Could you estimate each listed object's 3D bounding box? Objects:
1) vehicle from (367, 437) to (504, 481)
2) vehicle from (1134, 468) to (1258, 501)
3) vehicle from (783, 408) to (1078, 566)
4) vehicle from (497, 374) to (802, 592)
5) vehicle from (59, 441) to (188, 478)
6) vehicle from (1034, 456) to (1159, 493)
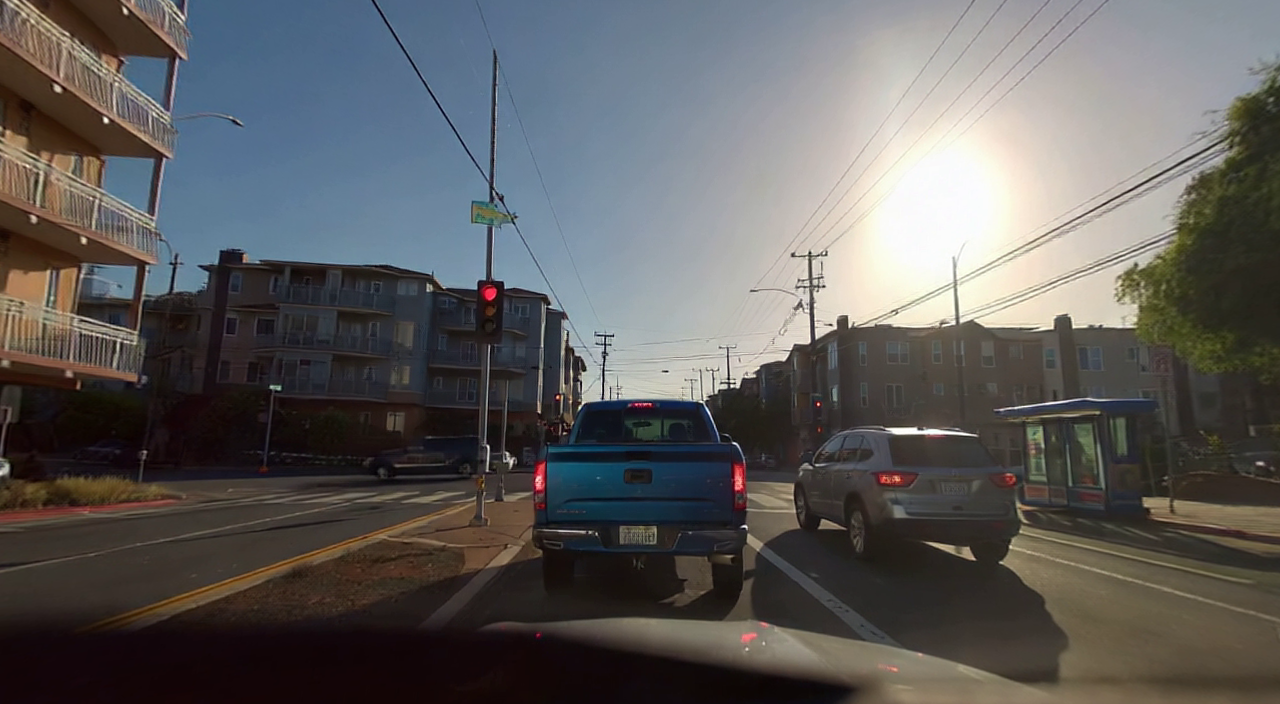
[{"bbox_3d":[-8.500,4.480,26.583,5.043,1.766,1.980,0,-8,0],"label":"vehicle"},{"bbox_3d":[26.361,6.282,30.001,4.071,1.388,1.884,0,-8,1],"label":"vehicle"},{"bbox_3d":[3.837,1.877,9.561,2.131,1.759,4.762,0,-8,-1],"label":"vehicle"},{"bbox_3d":[0.116,1.553,8.300,2.738,1.959,5.070,0,-8,1],"label":"vehicle"},{"bbox_3d":[-24.859,5.171,30.443,4.563,1.692,1.778,0,-8,-1],"label":"vehicle"},{"bbox_3d":[21.741,5.831,30.151,4.498,1.618,1.843,0,-9,0],"label":"vehicle"}]
